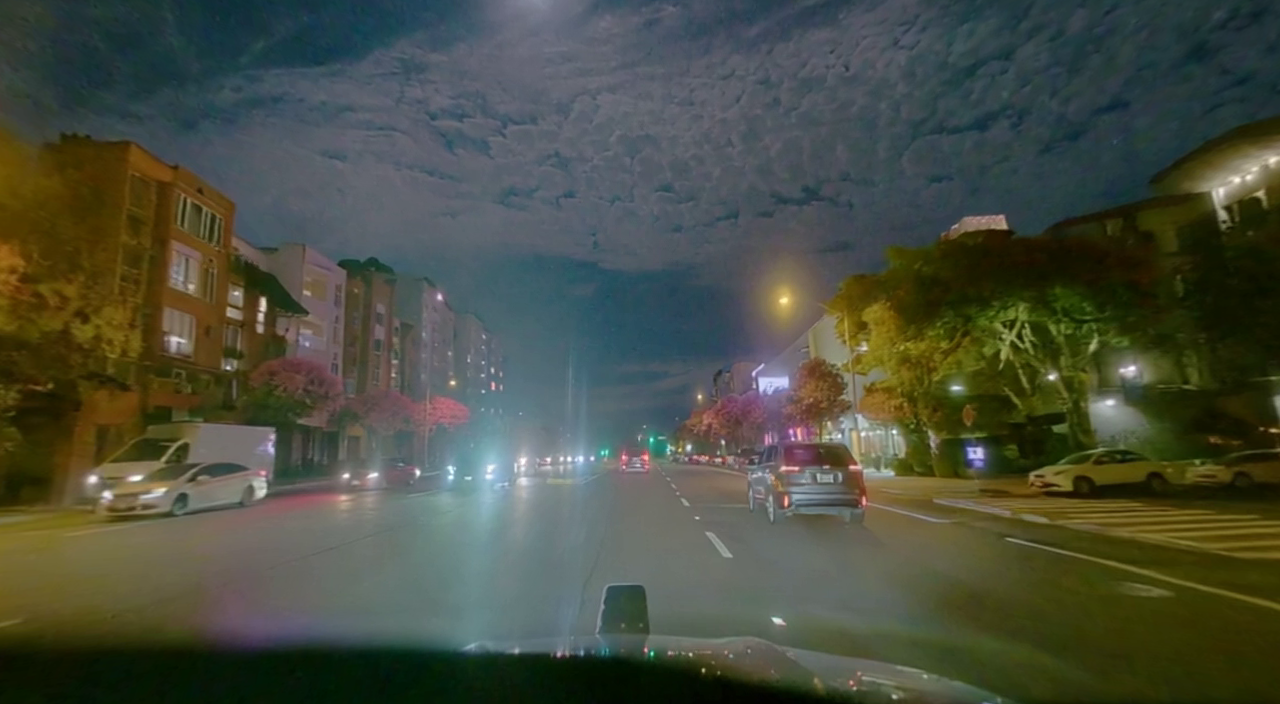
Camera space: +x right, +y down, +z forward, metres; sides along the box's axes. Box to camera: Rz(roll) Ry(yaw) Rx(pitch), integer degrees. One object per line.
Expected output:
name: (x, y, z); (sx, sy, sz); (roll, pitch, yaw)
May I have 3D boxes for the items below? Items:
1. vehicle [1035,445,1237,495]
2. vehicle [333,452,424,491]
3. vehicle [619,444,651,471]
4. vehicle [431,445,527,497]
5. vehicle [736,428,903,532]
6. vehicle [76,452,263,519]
vehicle: (15.860, 3.756, 20.323); (4.855, 1.464, 2.100); (1, -9, -4)
vehicle: (-11.341, 5.191, 27.736); (1.932, 1.521, 4.738); (0, -8, 1)
vehicle: (-0.341, 7.688, 46.114); (2.244, 1.813, 4.129); (0, -8, 0)
vehicle: (-5.586, 4.148, 22.493); (2.012, 1.501, 4.626); (-2, -8, 3)
vehicle: (3.400, 2.516, 13.030); (2.071, 1.747, 4.549); (0, -8, 0)
vehicle: (-12.626, 3.558, 17.323); (1.886, 1.548, 4.077); (0, -8, 1)
